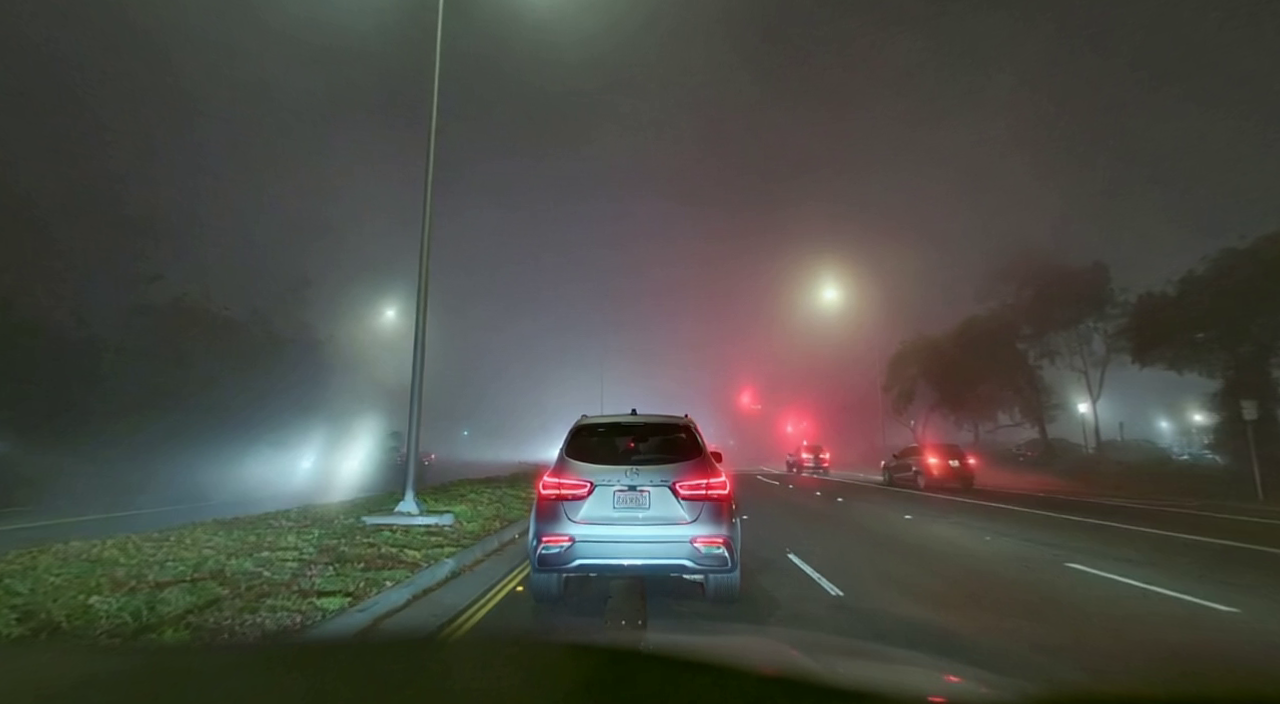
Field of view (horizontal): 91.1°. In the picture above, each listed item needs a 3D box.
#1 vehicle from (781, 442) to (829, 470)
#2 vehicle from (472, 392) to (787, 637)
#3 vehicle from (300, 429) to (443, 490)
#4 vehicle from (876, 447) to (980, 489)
[{"bbox_3d":[10.836,6.826,41.524,1.908,1.724,4.516,0,-9,-1],"label":"vehicle"},{"bbox_3d":[-0.083,1.428,6.460,2.172,1.694,4.055,0,-9,0],"label":"vehicle"},{"bbox_3d":[-9.537,3.892,23.065,2.575,1.940,5.755,0,-9,1],"label":"vehicle"},{"bbox_3d":[10.724,4.325,23.726,1.872,1.415,4.271,0,-9,0],"label":"vehicle"}]
